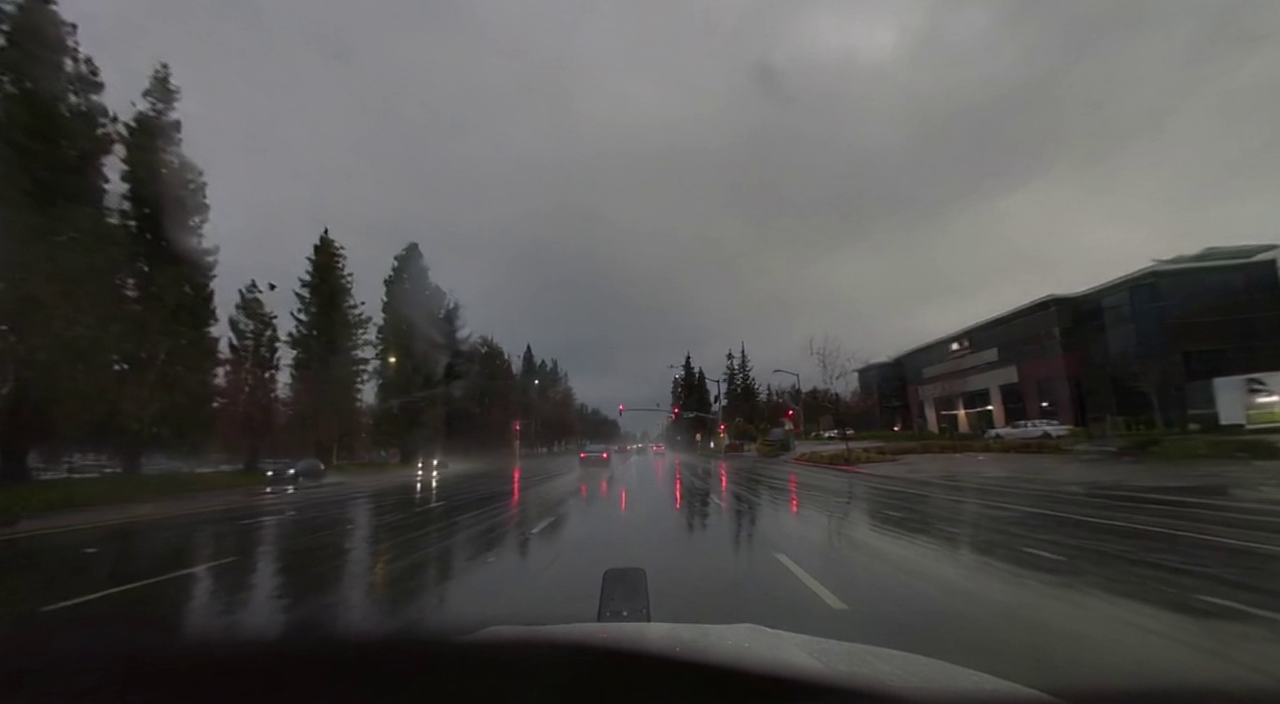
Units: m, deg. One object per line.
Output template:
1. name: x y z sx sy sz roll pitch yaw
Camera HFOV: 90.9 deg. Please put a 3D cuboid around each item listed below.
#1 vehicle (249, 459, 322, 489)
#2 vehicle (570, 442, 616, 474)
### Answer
1. vehicle: -24.026 8.285 42.982 2.005 1.791 4.989 0 -8 1
2. vehicle: -2.564 5.866 35.259 2.121 1.656 4.559 0 -8 1
